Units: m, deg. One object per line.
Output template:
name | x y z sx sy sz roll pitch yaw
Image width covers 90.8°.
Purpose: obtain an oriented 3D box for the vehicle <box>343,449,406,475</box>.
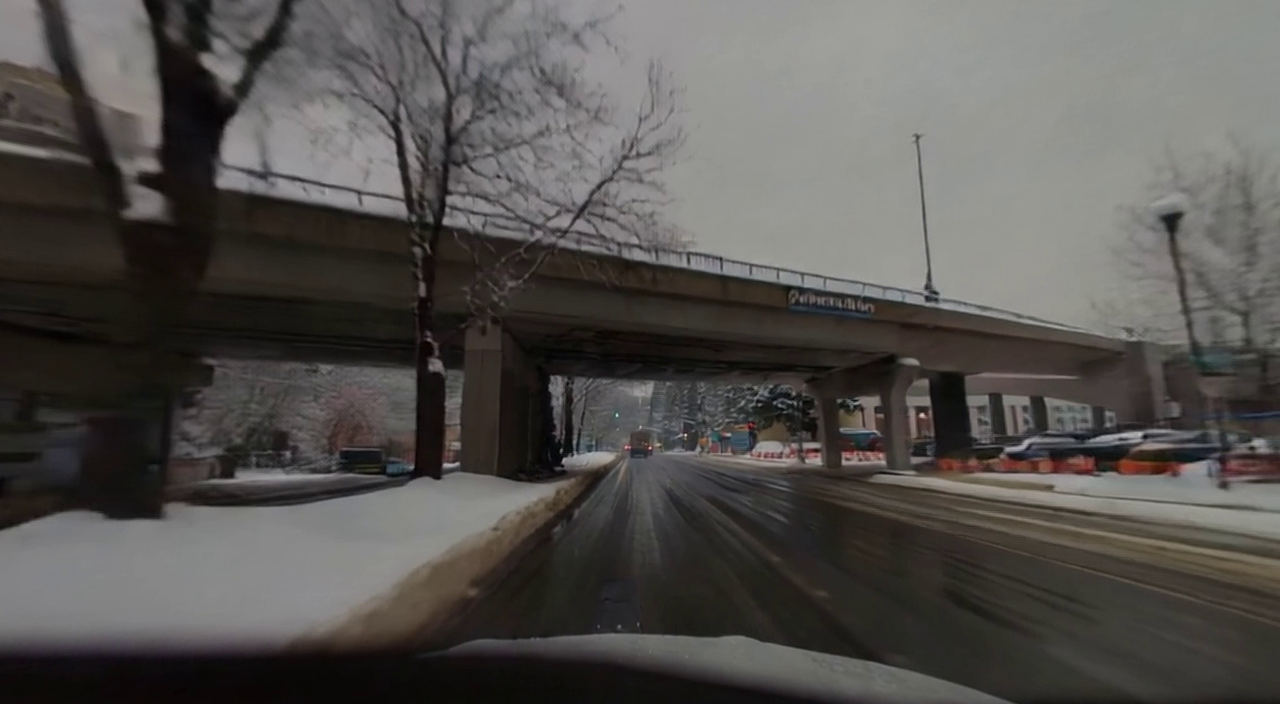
vehicle | -19.275 7.885 45.631 2.613 1.746 6.093 6 -11 -37
